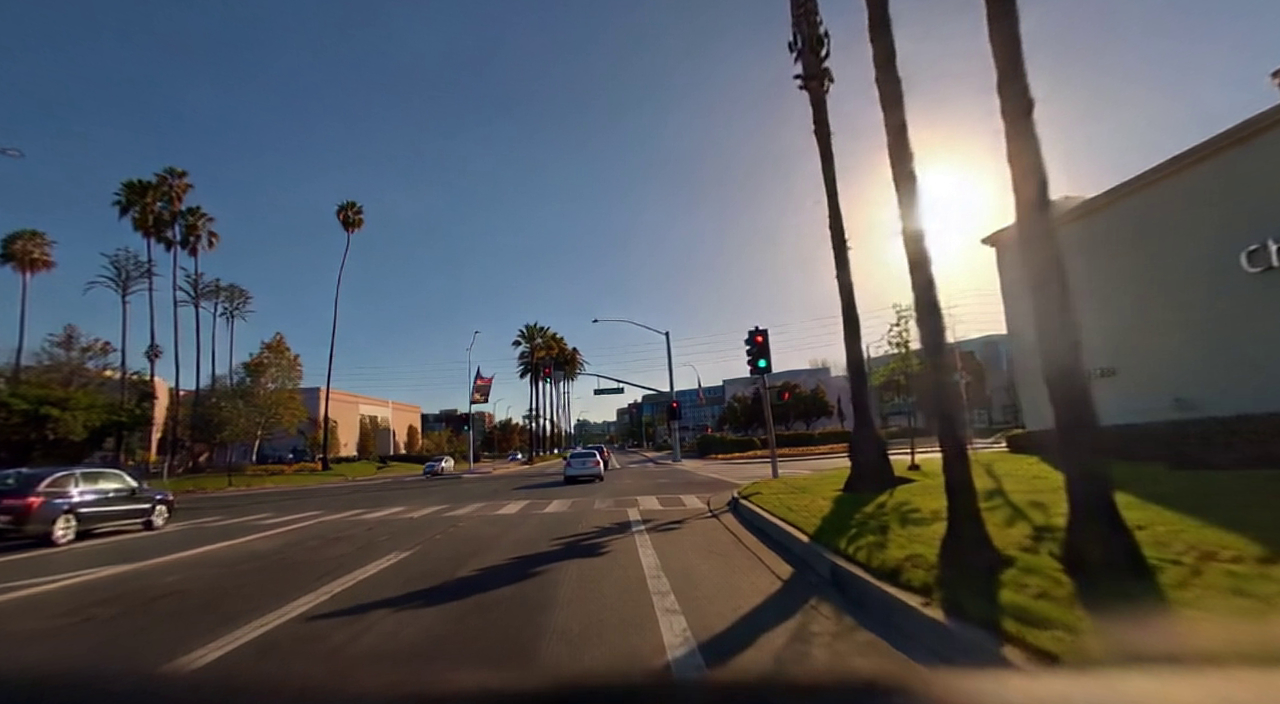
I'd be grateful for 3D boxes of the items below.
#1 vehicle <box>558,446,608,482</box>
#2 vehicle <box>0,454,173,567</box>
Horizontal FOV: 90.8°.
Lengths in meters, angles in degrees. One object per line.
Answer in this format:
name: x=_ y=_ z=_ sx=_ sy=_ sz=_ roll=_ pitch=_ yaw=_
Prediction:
vehicle: x=-2.515 y=5.022 z=28.746 sx=2.063 sy=1.474 sz=4.334 roll=0 pitch=-8 yaw=-2
vehicle: x=-11.721 y=2.892 z=12.071 sx=2.050 sy=1.811 sz=4.752 roll=0 pitch=-8 yaw=-2
